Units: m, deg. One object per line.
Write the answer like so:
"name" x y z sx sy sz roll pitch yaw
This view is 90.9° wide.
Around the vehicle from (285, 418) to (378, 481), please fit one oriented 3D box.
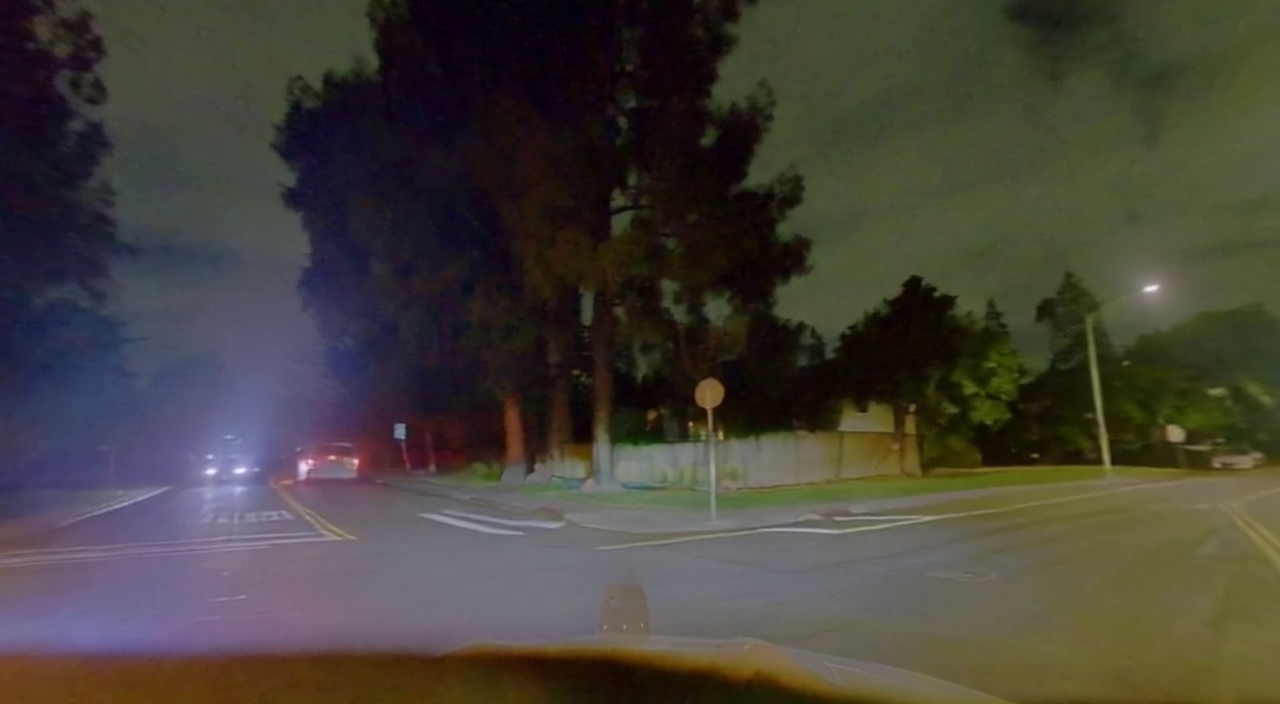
"vehicle" -16.866 5.187 34.289 2.718 3.089 6.380 8 -10 -41
